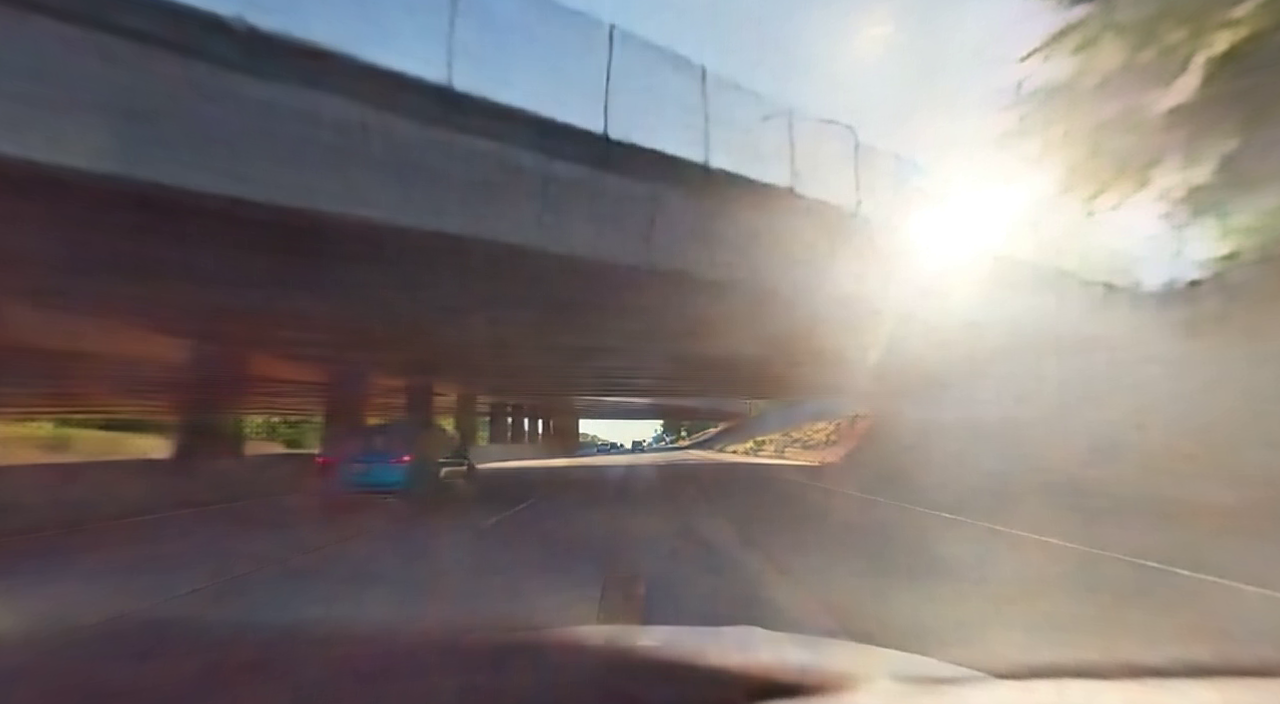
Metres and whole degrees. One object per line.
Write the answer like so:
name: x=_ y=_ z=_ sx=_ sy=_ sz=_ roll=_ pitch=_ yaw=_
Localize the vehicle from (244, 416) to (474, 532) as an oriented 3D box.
vehicle: x=-4.691 y=2.093 z=11.390 sx=2.125 sy=1.662 sz=4.336 roll=0 pitch=-8 yaw=0
